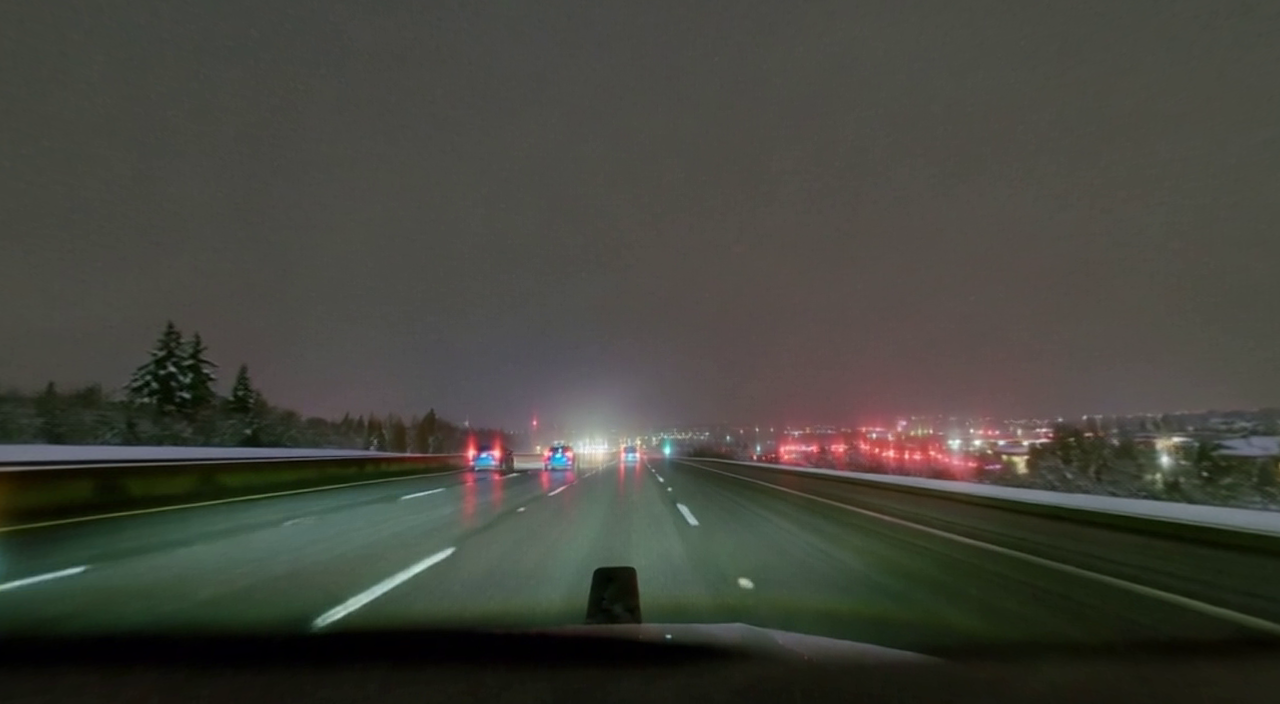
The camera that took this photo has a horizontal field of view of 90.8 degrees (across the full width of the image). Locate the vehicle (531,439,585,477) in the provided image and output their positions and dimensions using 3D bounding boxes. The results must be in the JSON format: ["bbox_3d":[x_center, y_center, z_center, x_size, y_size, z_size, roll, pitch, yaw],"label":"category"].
[{"bbox_3d":[-3.978,5.218,31.279,2.075,1.702,4.257,0,-9,1],"label":"vehicle"}]

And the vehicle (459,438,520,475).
[{"bbox_3d":[-7.890,5.535,33.635,2.040,1.824,4.917,0,-9,0],"label":"vehicle"}]
